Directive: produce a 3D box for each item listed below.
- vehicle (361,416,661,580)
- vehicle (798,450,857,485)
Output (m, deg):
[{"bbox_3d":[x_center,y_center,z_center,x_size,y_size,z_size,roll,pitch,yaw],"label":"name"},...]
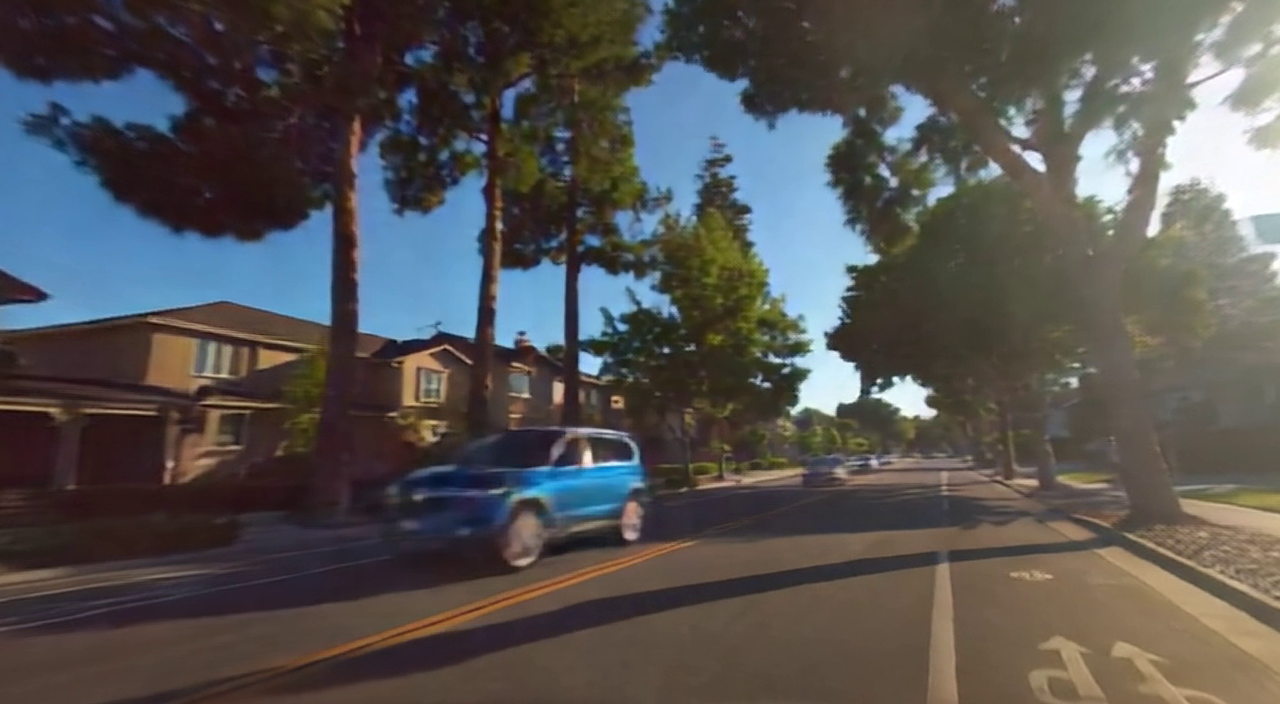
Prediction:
[{"bbox_3d":[-1.585,2.010,9.665,2.089,1.835,4.528,-4,-9,26],"label":"vehicle"},{"bbox_3d":[9.164,5.533,30.617,1.906,1.498,4.222,-4,-9,27],"label":"vehicle"}]
